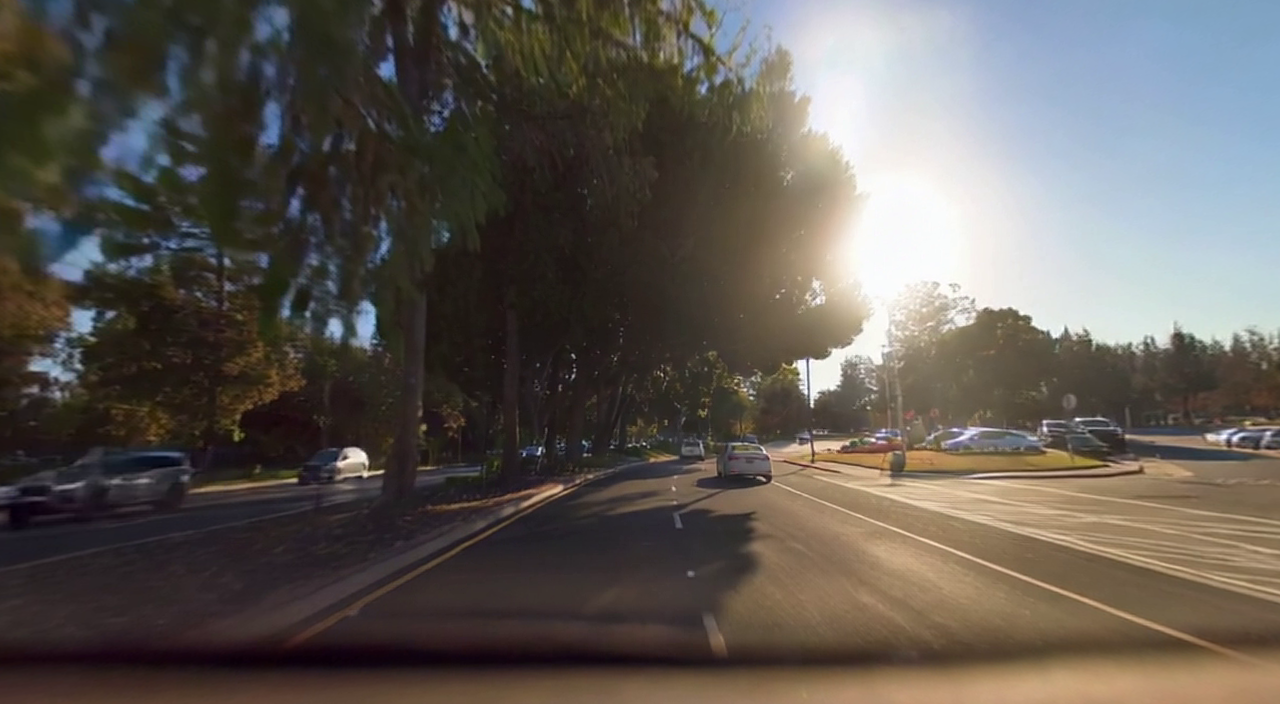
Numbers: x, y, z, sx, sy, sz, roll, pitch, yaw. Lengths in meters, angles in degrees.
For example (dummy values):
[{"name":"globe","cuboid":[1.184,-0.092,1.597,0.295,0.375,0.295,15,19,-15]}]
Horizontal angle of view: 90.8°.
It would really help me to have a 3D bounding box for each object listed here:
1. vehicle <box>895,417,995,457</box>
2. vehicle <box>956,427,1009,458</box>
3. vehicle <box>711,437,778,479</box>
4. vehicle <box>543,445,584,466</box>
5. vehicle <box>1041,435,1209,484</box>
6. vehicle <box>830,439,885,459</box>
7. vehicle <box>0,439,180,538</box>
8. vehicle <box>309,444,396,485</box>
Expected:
[{"name":"vehicle","cuboid":[22.223,6.258,46.159,6.303,2.740,2.215,-5,-9,28]},{"name":"vehicle","cuboid":[21.936,5.836,40.662,2.406,1.847,5.320,-4,-9,23]},{"name":"vehicle","cuboid":[4.060,4.205,25.280,2.132,1.497,4.827,-1,-9,4]},{"name":"vehicle","cuboid":[-5.719,7.746,47.611,1.961,1.468,4.396,-2,-9,9]},{"name":"vehicle","cuboid":[17.556,3.962,23.190,4.512,1.561,1.846,-8,-11,28]},{"name":"vehicle","cuboid":[16.828,7.529,48.864,3.655,1.464,1.759,-5,-10,28]},{"name":"vehicle","cuboid":[-12.279,2.723,13.154,1.951,1.731,4.440,-1,-9,1]},{"name":"vehicle","cuboid":[-13.220,5.175,29.301,1.778,1.647,4.072,-3,-8,6]}]
